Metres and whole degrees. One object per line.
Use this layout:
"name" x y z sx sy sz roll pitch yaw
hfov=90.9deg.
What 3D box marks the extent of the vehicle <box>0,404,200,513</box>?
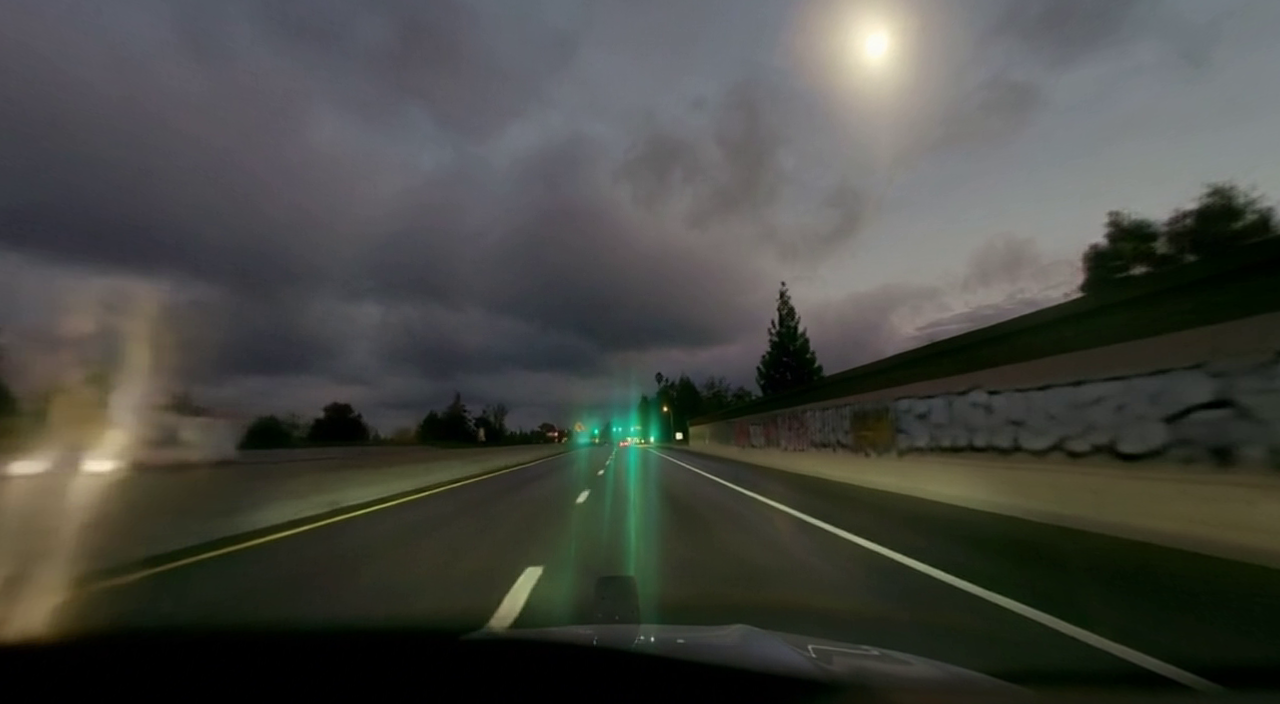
"vehicle" -16.046 2.916 17.964 2.299 2.497 6.711 0 -8 -2
